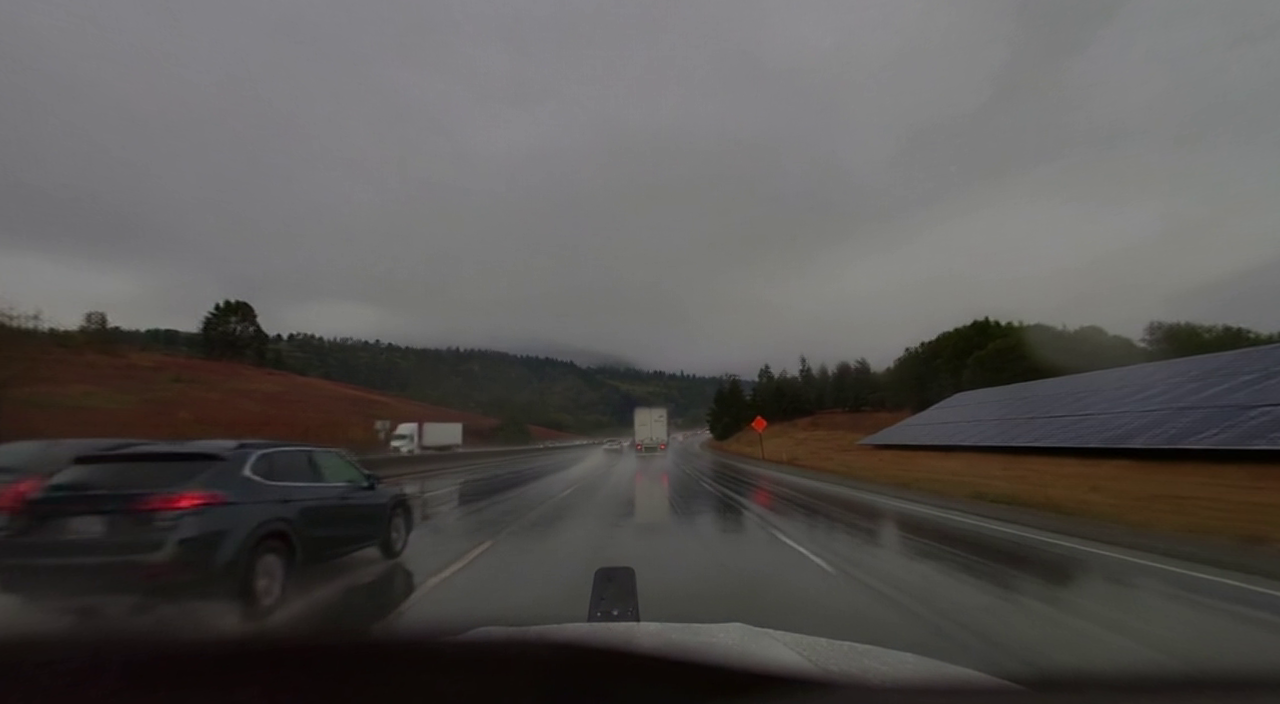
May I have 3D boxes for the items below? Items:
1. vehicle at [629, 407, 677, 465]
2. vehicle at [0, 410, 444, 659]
[{"bbox_3d":[0.850,5.972,44.419,2.967,3.633,10.015,0,-8,0],"label":"vehicle"},{"bbox_3d":[-3.668,1.490,6.258,2.066,1.581,4.268,0,-8,0],"label":"vehicle"}]
